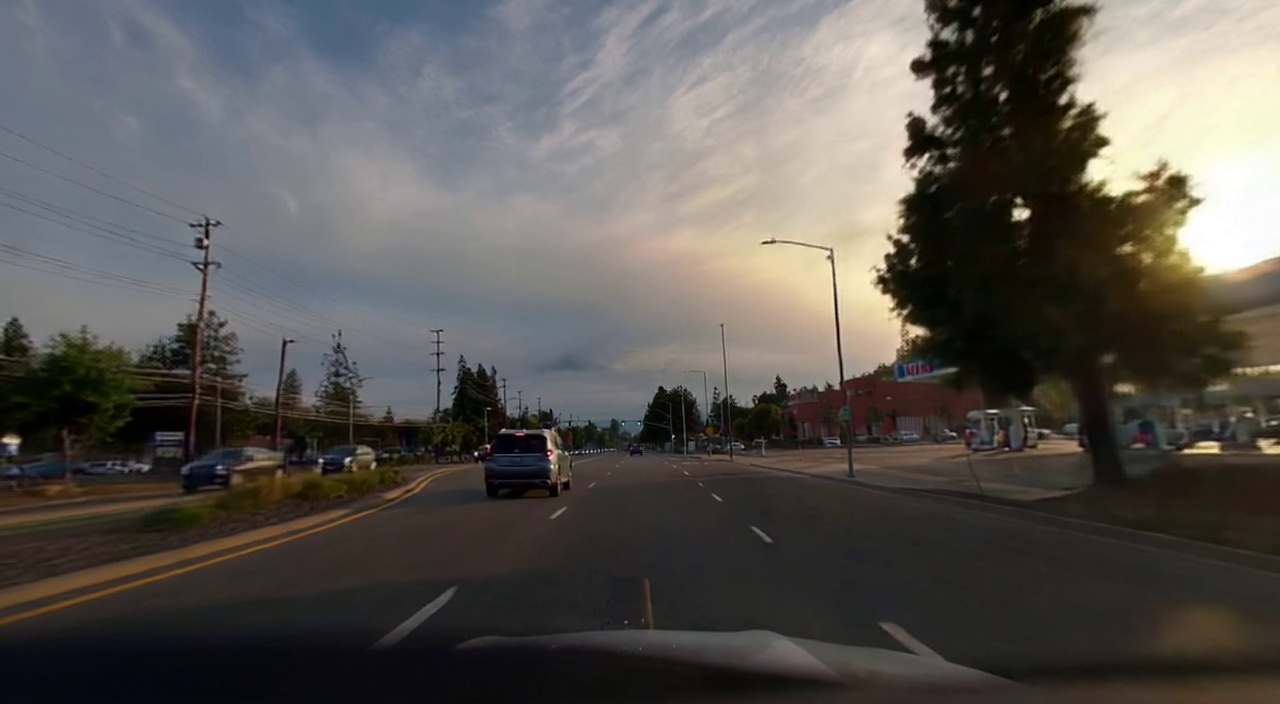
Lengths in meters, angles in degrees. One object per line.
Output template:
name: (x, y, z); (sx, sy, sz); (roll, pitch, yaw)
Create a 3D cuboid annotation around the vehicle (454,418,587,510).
vehicle: (-2.639, 2.621, 15.238); (2.190, 1.844, 4.751); (0, -8, 1)

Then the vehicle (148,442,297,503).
vehicle: (-13.098, 3.760, 20.152); (1.825, 1.705, 4.234); (0, -8, 0)
